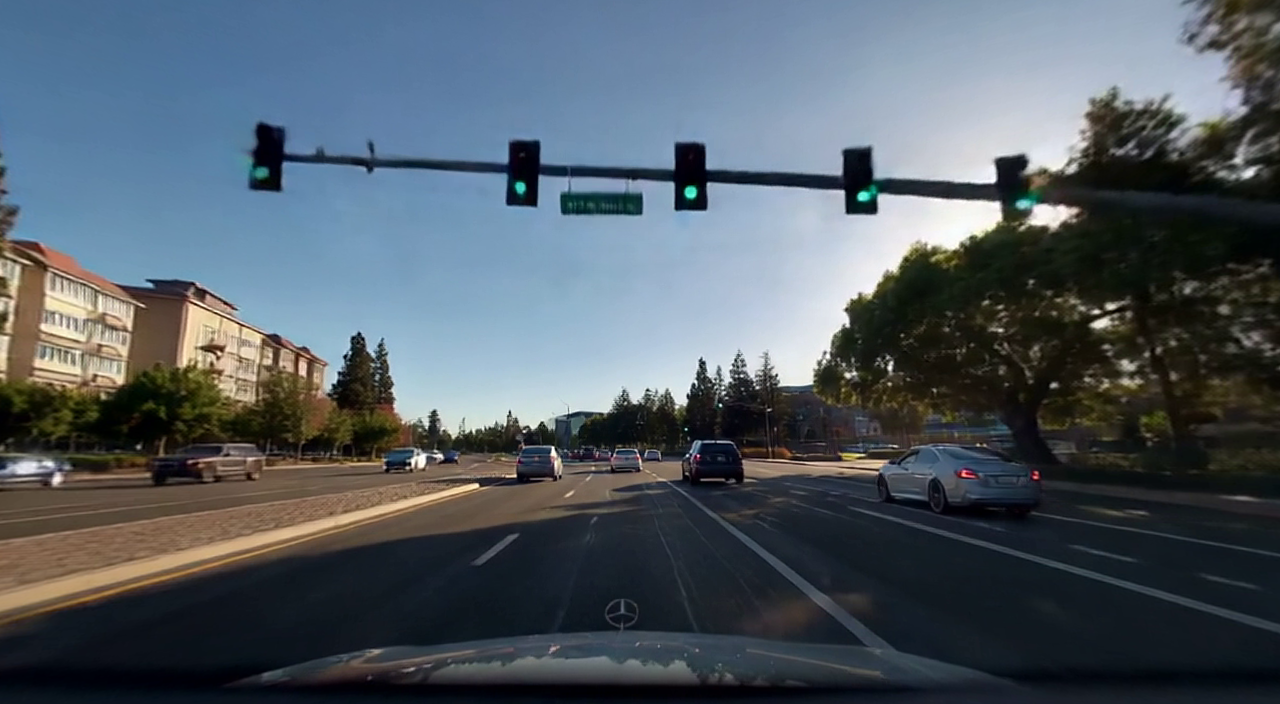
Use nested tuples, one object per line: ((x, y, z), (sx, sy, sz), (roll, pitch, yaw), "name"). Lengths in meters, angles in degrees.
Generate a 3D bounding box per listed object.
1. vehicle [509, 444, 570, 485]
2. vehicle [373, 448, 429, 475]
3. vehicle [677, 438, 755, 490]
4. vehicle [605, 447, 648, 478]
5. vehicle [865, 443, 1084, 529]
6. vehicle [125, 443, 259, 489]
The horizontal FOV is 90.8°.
((-4.401, 4.984, 28.335), (2.172, 1.671, 4.175), (0, -9, -1), "vehicle")
((-15.709, 7.173, 41.774), (1.970, 1.650, 4.507), (0, -9, -1), "vehicle")
((2.689, 4.110, 23.495), (2.161, 1.716, 4.194), (0, -9, -3), "vehicle")
((-0.792, 5.858, 33.832), (2.155, 1.486, 4.403), (0, -9, -3), "vehicle")
((6.404, 2.577, 12.820), (1.945, 1.408, 4.288), (0, -9, -3), "vehicle")
((-18.874, 4.797, 26.961), (2.241, 1.732, 4.747), (0, -9, 0), "vehicle")
